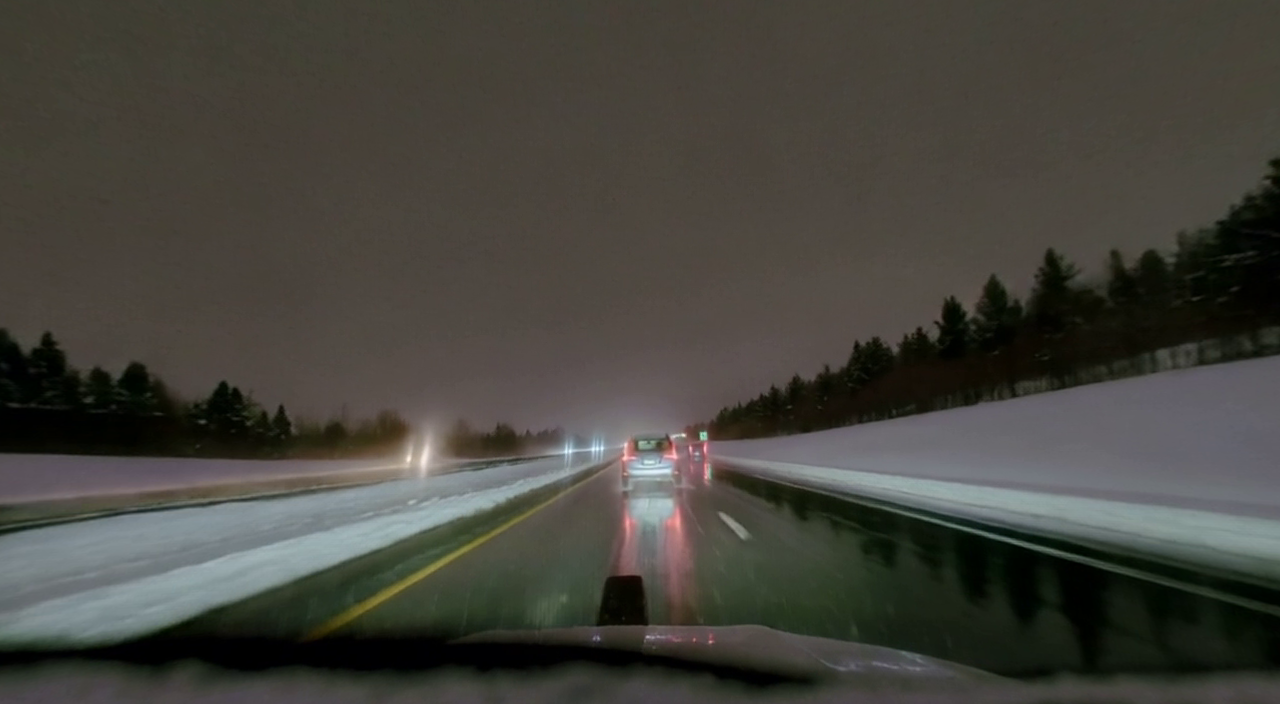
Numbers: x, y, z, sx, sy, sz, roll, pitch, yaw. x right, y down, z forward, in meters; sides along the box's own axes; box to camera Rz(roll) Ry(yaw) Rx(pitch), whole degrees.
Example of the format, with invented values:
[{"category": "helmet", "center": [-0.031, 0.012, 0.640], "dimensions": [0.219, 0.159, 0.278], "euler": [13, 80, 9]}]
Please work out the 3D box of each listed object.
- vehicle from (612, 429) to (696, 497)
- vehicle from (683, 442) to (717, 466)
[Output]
[{"category": "vehicle", "center": [0.426, 3.204, 18.538], "dimensions": [2.143, 1.693, 4.513], "euler": [-1, -9, 2]}, {"category": "vehicle", "center": [4.311, 7.341, 45.705], "dimensions": [2.073, 1.621, 3.993], "euler": [-1, -9, 0]}]
